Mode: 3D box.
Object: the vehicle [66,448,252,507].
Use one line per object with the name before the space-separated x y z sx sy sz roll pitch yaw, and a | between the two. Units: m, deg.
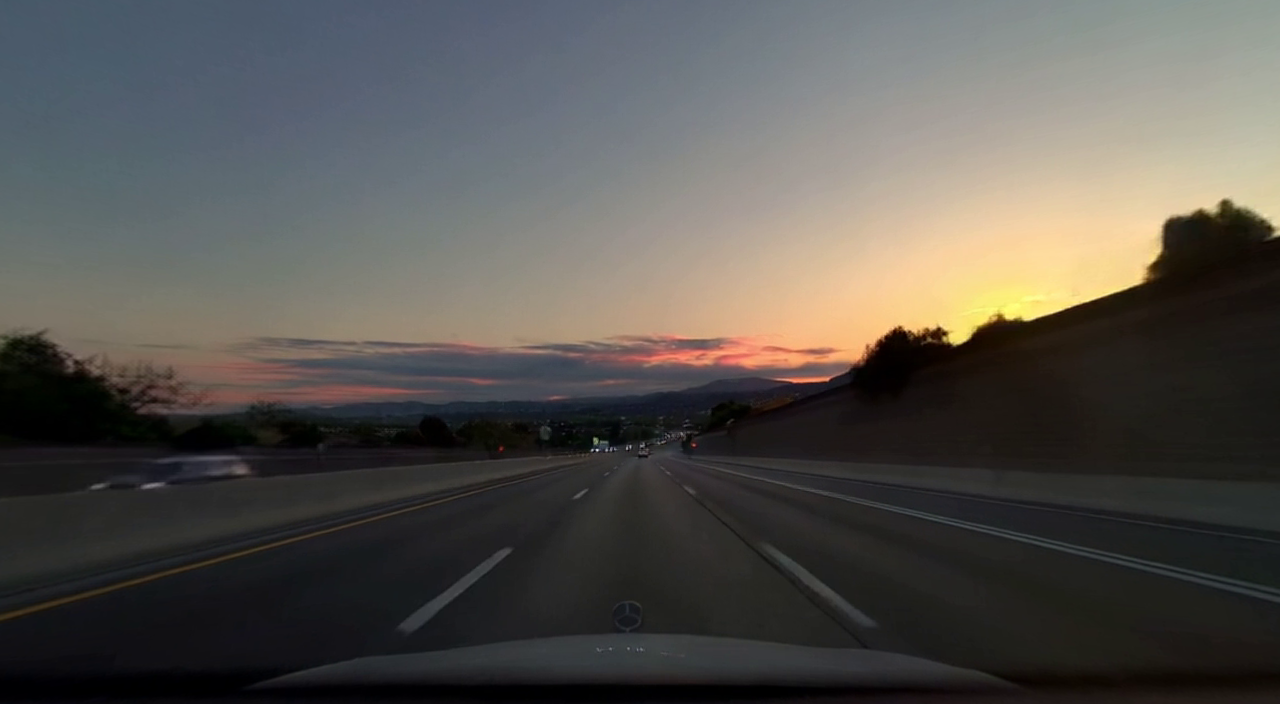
vehicle | -15.345 4.000 20.612 2.014 1.655 5.178 0 -9 -1
